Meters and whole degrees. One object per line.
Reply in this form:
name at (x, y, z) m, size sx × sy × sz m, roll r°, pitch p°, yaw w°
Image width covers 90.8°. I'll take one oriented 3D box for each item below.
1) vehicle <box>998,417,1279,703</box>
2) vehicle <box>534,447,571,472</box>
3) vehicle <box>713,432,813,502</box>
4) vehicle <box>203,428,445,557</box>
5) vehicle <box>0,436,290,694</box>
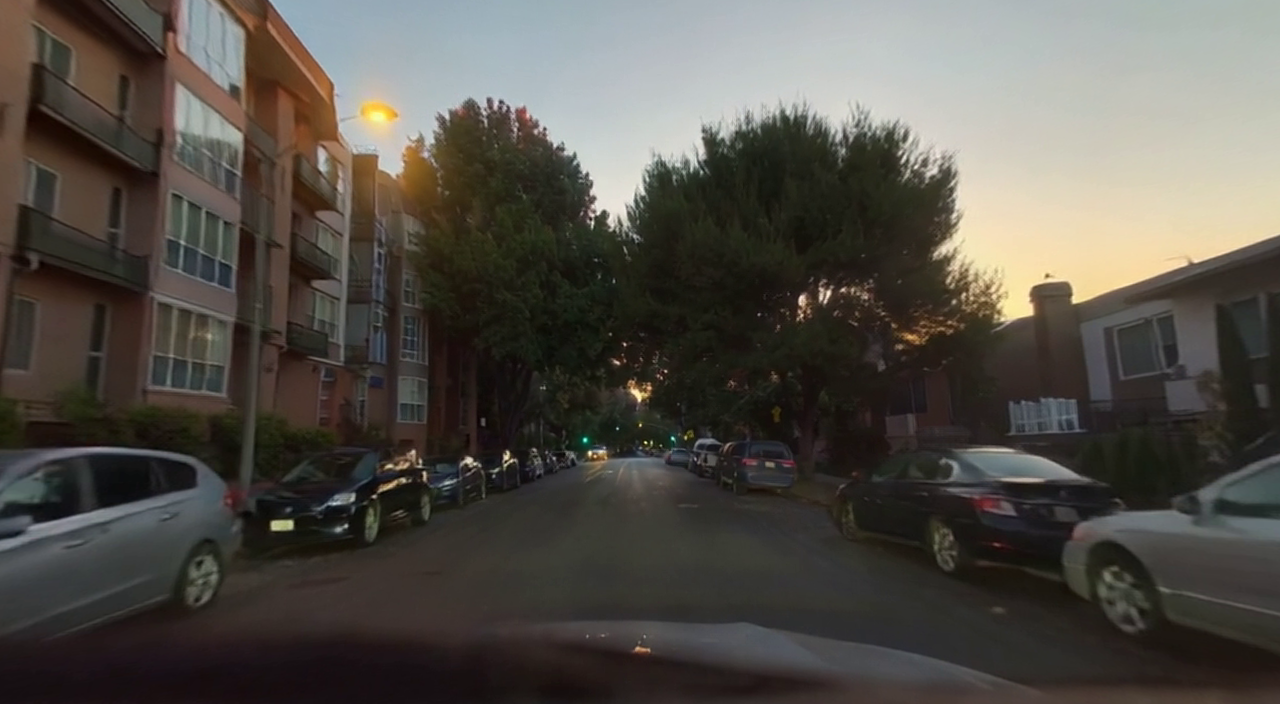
vehicle at (4.070, 1.084, 3.064) m, size 1.707 × 1.528 × 4.812 m, roll 0°, pitch -8°, yaw -2°
vehicle at (-5.578, 6.863, 40.581) m, size 1.647 × 1.481 × 4.433 m, roll 0°, pitch -8°, yaw 1°
vehicle at (3.499, 3.371, 19.058) m, size 1.912 × 1.781 × 5.159 m, roll 0°, pitch -8°, yaw -1°
vehicle at (-5.024, 2.249, 10.970) m, size 1.922 × 1.728 × 4.628 m, roll 0°, pitch -8°, yaw -2°
vehicle at (-4.901, 1.429, 4.652) m, size 2.049 × 1.509 × 4.783 m, roll -2°, pitch -7°, yaw -2°
